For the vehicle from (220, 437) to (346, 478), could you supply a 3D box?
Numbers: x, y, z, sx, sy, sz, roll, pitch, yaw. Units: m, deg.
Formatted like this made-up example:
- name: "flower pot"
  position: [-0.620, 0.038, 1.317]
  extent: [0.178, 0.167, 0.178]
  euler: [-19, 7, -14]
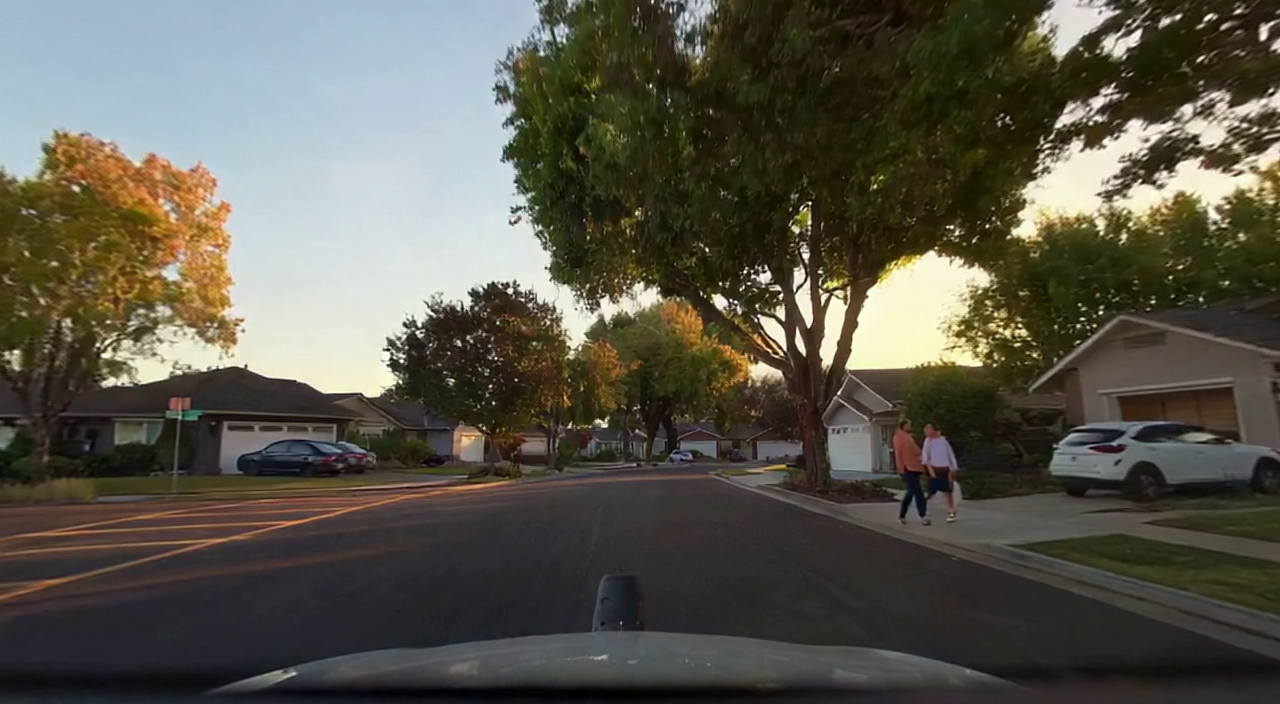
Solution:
- name: "vehicle"
  position: [-16.718, 4.961, 29.808]
  extent: [4.581, 1.811, 2.145]
  euler: [0, -9, -2]

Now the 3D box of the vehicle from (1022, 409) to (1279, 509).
- name: "vehicle"
  position: [11.552, 2.337, 13.975]
  extent: [4.792, 2.029, 2.005]
  euler: [0, -9, 1]
